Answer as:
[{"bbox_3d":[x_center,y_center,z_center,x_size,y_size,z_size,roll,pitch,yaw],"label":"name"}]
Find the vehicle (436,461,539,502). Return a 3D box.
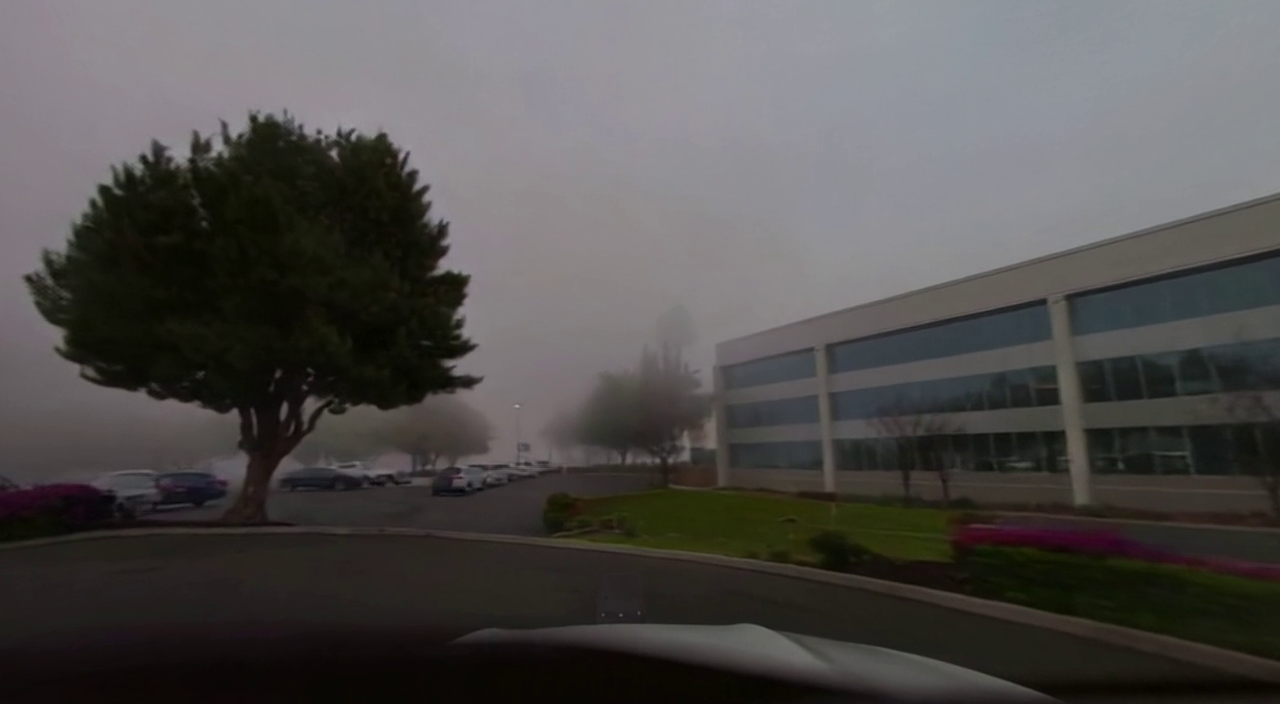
[{"bbox_3d":[-7.747,6.576,32.187,4.755,1.707,1.889,-6,-11,12],"label":"vehicle"}]

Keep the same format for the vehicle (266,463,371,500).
[{"bbox_3d":[-19.307,7.782,38.085,5.285,1.837,2.318,-5,-11,9],"label":"vehicle"}]

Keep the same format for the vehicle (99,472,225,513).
[{"bbox_3d":[-21.489,6.306,28.474,4.622,1.479,1.849,-6,-11,11],"label":"vehicle"}]
